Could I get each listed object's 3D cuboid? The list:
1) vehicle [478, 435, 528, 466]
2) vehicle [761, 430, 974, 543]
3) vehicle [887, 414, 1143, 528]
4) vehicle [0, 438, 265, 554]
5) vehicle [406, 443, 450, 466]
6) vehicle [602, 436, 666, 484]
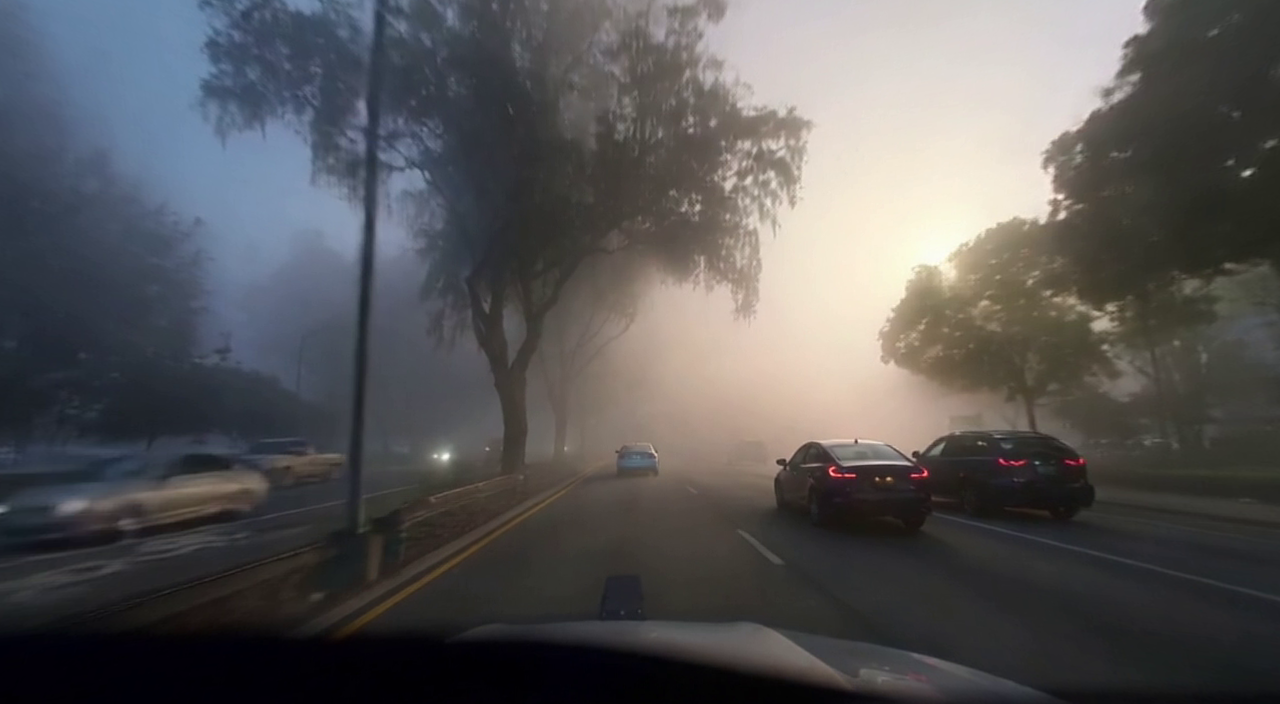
[{"bbox_3d":[-9.221,6.694,43.030,2.246,1.943,5.493,0,-8,0],"label":"vehicle"},{"bbox_3d":[3.423,2.086,10.503,1.858,1.466,4.230,0,-8,-2],"label":"vehicle"},{"bbox_3d":[6.938,2.245,12.503,2.134,1.810,4.590,0,-8,-1],"label":"vehicle"},{"bbox_3d":[-8.600,2.204,10.466,1.993,1.458,4.614,-1,-8,-1],"label":"vehicle"},{"bbox_3d":[-16.519,8.027,49.501,1.903,1.675,4.547,0,-8,-1],"label":"vehicle"},{"bbox_3d":[-0.210,3.693,21.821,1.994,1.479,3.647,0,-8,-1],"label":"vehicle"}]
